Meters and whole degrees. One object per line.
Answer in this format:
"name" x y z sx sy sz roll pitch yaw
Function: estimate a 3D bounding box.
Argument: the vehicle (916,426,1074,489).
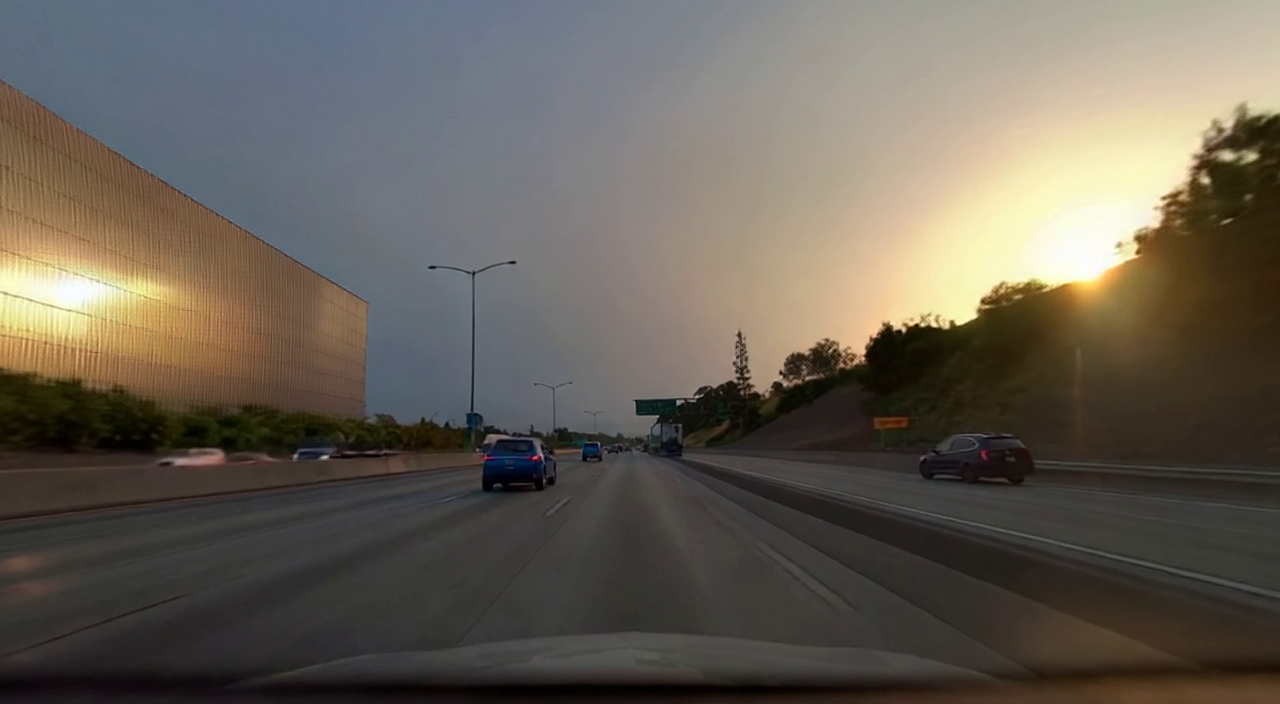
"vehicle" 11.278 3.410 20.655 2.089 1.787 5.080 0 -9 -1

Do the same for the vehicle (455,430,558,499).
"vehicle" -3.622 3.142 17.976 2.039 1.710 4.237 0 -9 -1

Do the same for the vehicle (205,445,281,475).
"vehicle" -20.461 5.576 32.712 1.654 1.416 3.481 -1 -9 0

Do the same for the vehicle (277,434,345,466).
"vehicle" -24.020 7.170 46.398 2.223 2.194 5.208 0 -9 -1
